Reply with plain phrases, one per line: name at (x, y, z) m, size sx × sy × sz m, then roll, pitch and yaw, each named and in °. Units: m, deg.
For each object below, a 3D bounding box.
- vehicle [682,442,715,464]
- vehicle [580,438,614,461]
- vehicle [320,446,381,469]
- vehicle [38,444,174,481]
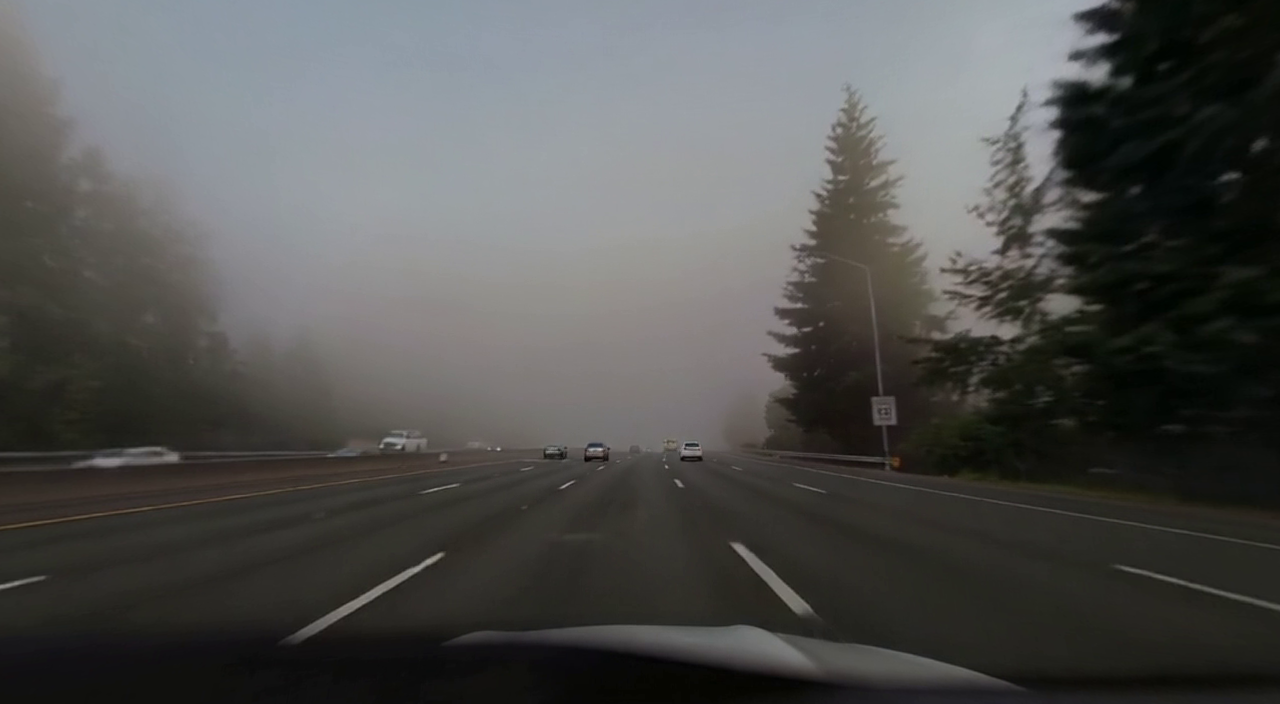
vehicle at (3.987, 7.011, 43.949) m, size 1.967 × 1.475 × 4.080 m, roll 0°, pitch -8°, yaw 1°
vehicle at (-3.291, 7.563, 49.016) m, size 2.179 × 1.693 × 4.204 m, roll 0°, pitch -8°, yaw 2°
vehicle at (-19.289, 7.038, 42.325) m, size 1.834 × 1.450 × 4.462 m, roll 0°, pitch -8°, yaw 2°
vehicle at (-23.606, 4.887, 28.223) m, size 1.893 × 1.489 × 4.706 m, roll 0°, pitch -8°, yaw 1°
